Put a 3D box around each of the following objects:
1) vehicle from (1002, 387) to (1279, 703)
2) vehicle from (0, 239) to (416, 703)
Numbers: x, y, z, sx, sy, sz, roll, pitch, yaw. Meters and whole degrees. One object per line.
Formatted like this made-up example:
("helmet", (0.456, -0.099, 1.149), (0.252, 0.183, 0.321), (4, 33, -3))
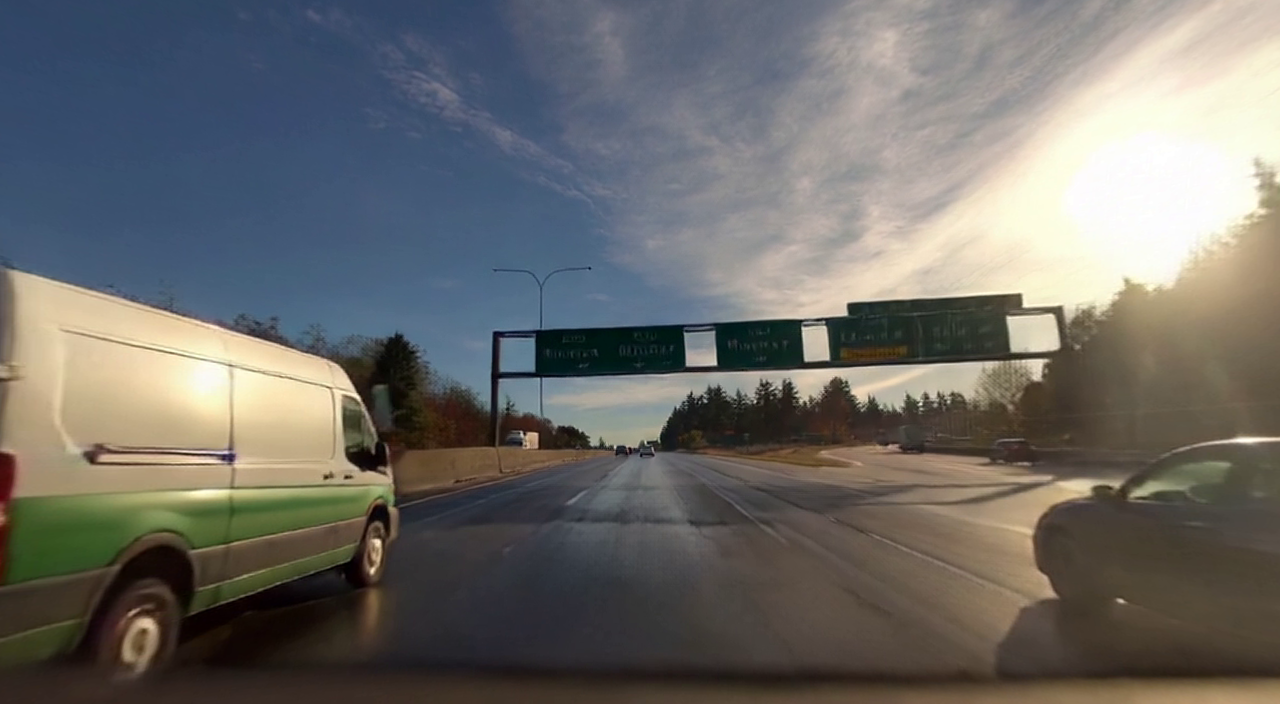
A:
("vehicle", (3.835, 0.985, 2.967), (1.909, 1.599, 3.943), (0, -8, 1))
("vehicle", (-3.364, 0.845, 3.735), (2.281, 2.025, 4.586), (0, -8, 1))
